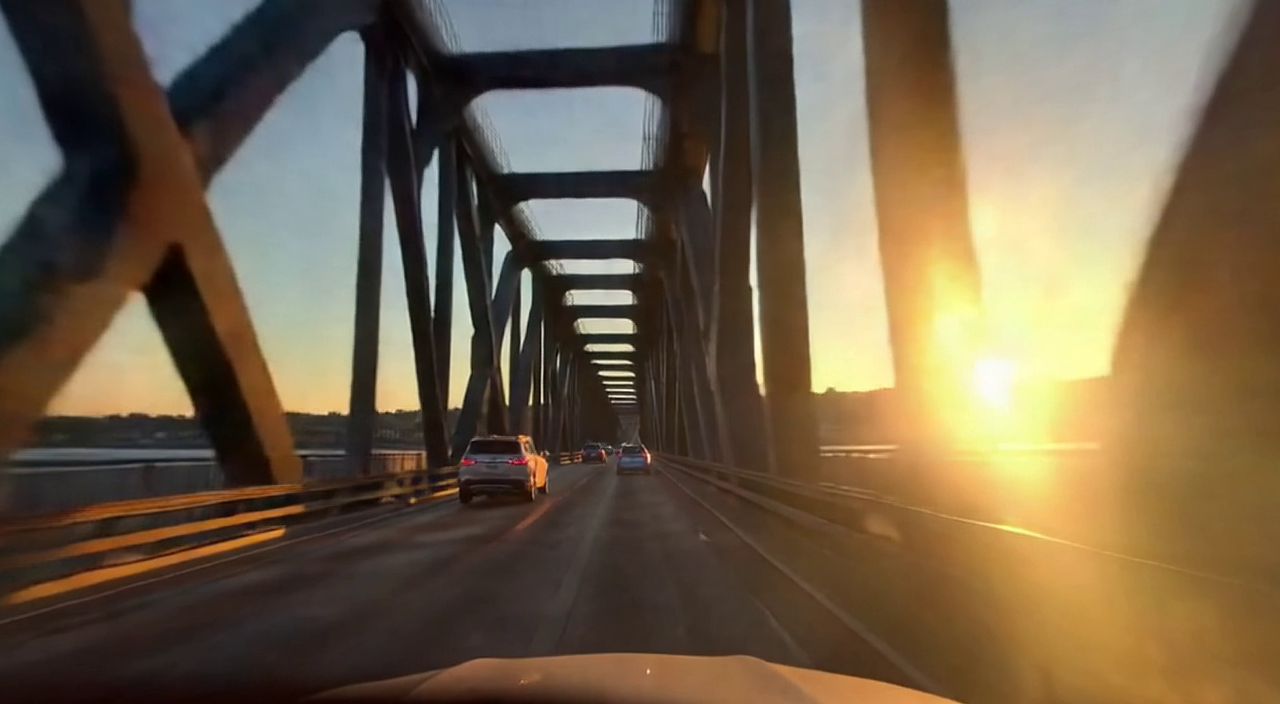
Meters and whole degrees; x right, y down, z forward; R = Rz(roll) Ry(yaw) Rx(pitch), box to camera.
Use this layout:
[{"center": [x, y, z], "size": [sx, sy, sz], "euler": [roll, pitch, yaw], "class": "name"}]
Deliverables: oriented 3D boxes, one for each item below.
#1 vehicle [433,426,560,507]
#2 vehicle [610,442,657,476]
[{"center": [-3.562, 2.957, 16.743], "size": [2.190, 1.807, 4.741], "euler": [0, -9, 1], "class": "vehicle"}, {"center": [-0.298, 4.994, 29.643], "size": [2.048, 1.450, 3.973], "euler": [0, -9, -1], "class": "vehicle"}]
